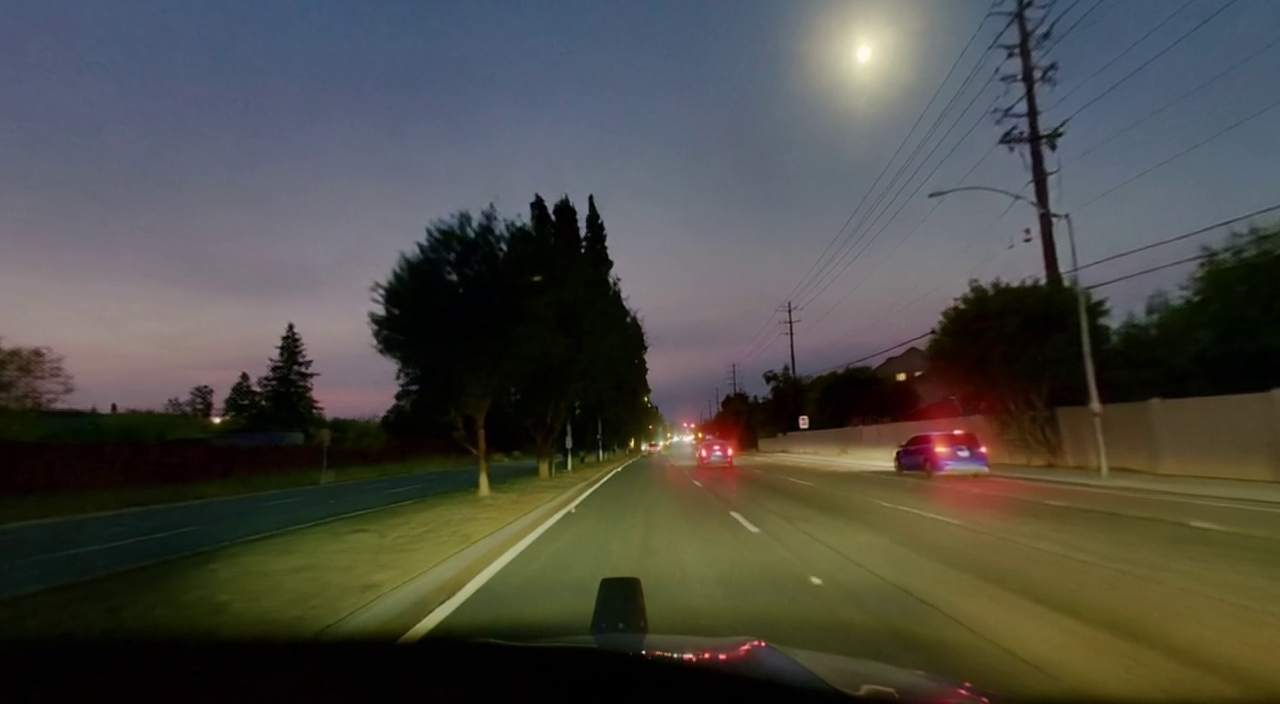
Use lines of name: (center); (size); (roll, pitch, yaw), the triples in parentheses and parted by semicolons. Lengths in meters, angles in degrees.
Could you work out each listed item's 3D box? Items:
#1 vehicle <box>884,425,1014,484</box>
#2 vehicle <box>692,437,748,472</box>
vehicle: (9.955, 3.325, 20.758); (1.978, 1.700, 4.461); (0, -8, 0)
vehicle: (3.634, 4.763, 29.381); (2.063, 1.481, 4.247); (0, -8, 0)
